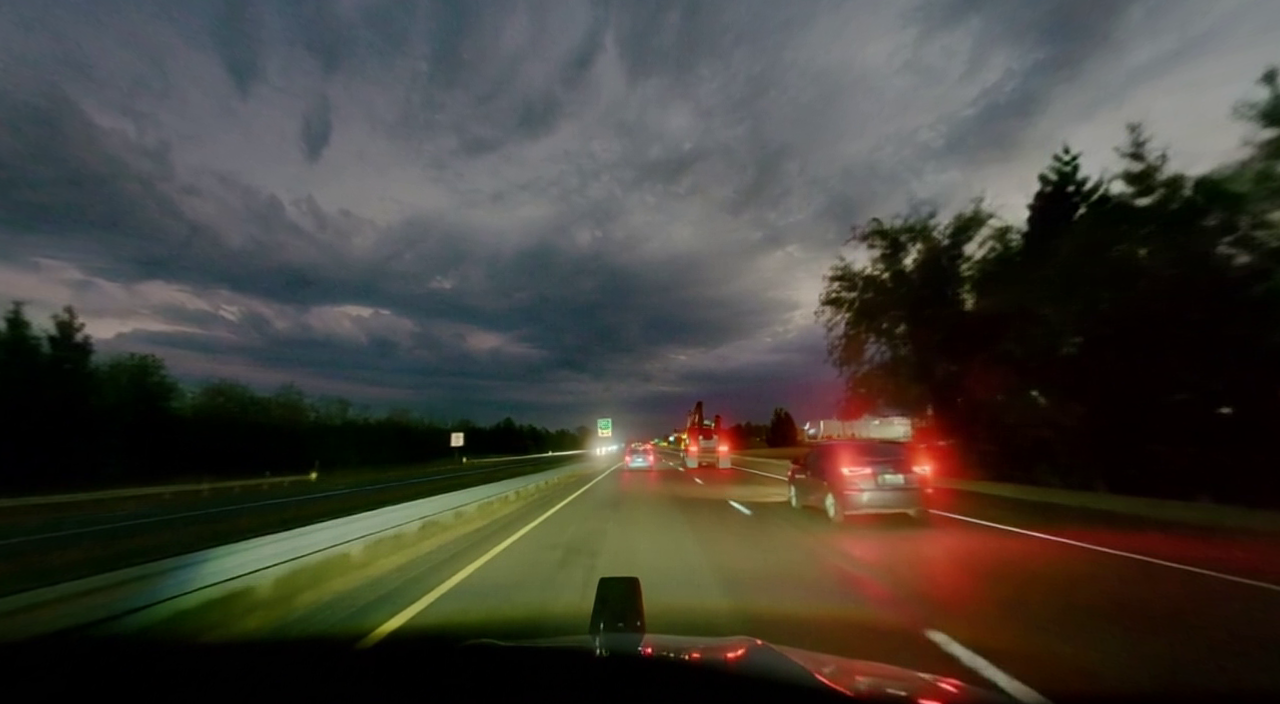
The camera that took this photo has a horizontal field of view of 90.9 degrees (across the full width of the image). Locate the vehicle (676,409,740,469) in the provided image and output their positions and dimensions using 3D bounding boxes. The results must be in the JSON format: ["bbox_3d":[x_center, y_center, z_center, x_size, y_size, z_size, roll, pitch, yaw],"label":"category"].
[{"bbox_3d":[4.247,5.783,41.483,3.089,3.568,8.101,0,-9,-1],"label":"vehicle"}]

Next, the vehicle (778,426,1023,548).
[{"bbox_3d":[3.748,2.024,10.022,2.168,1.529,3.883,0,-9,-1],"label":"vehicle"}]

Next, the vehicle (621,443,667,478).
[{"bbox_3d":[0.152,5.165,30.282,2.045,1.527,4.023,0,-9,-1],"label":"vehicle"}]
